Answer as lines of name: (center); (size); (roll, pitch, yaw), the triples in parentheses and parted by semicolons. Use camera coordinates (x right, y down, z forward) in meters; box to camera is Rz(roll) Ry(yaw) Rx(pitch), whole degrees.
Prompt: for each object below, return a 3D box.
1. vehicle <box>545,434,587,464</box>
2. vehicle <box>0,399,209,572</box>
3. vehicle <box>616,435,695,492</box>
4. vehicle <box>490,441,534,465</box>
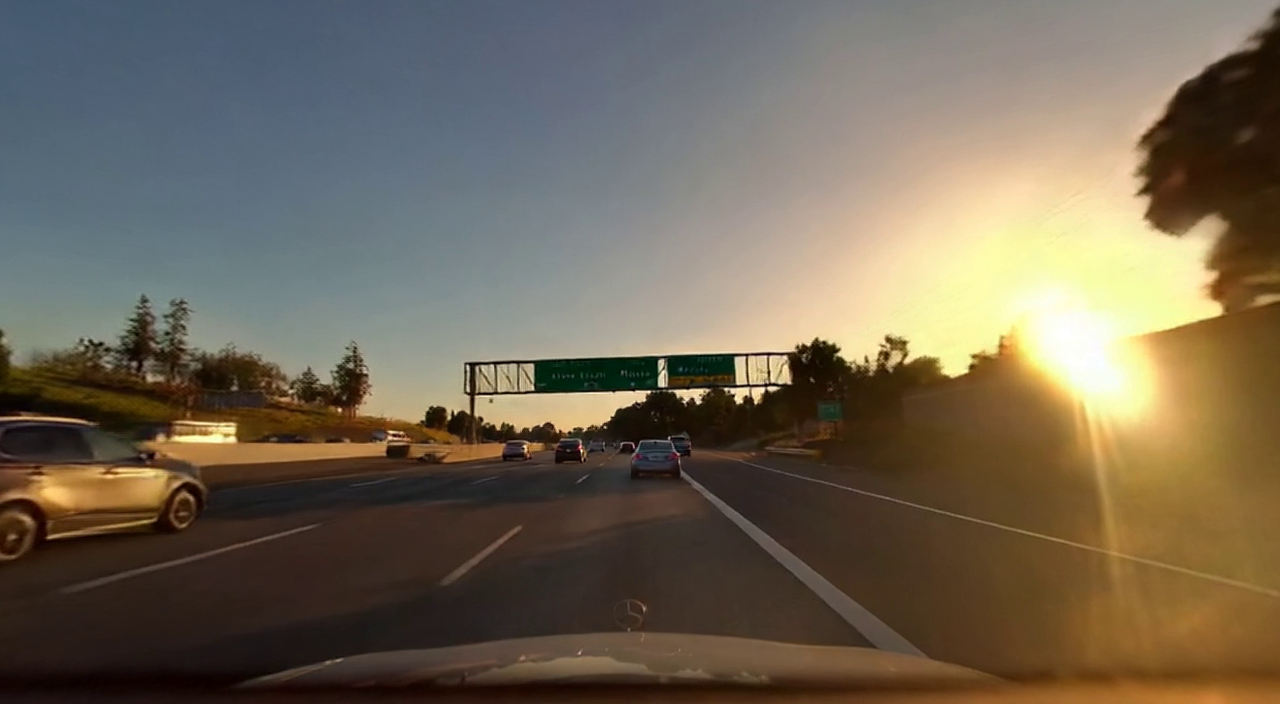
vehicle: (-4.647, 6.174, 40.257); (2.289, 1.777, 4.534); (0, -8, -2)
vehicle: (-7.762, 1.483, 7.205); (2.206, 1.788, 4.914); (0, -8, 0)
vehicle: (0.351, 3.228, 18.638); (2.082, 1.482, 4.126); (0, -8, -2)
vehicle: (-8.356, 6.624, 41.565); (1.974, 1.464, 4.733); (0, -8, -1)
